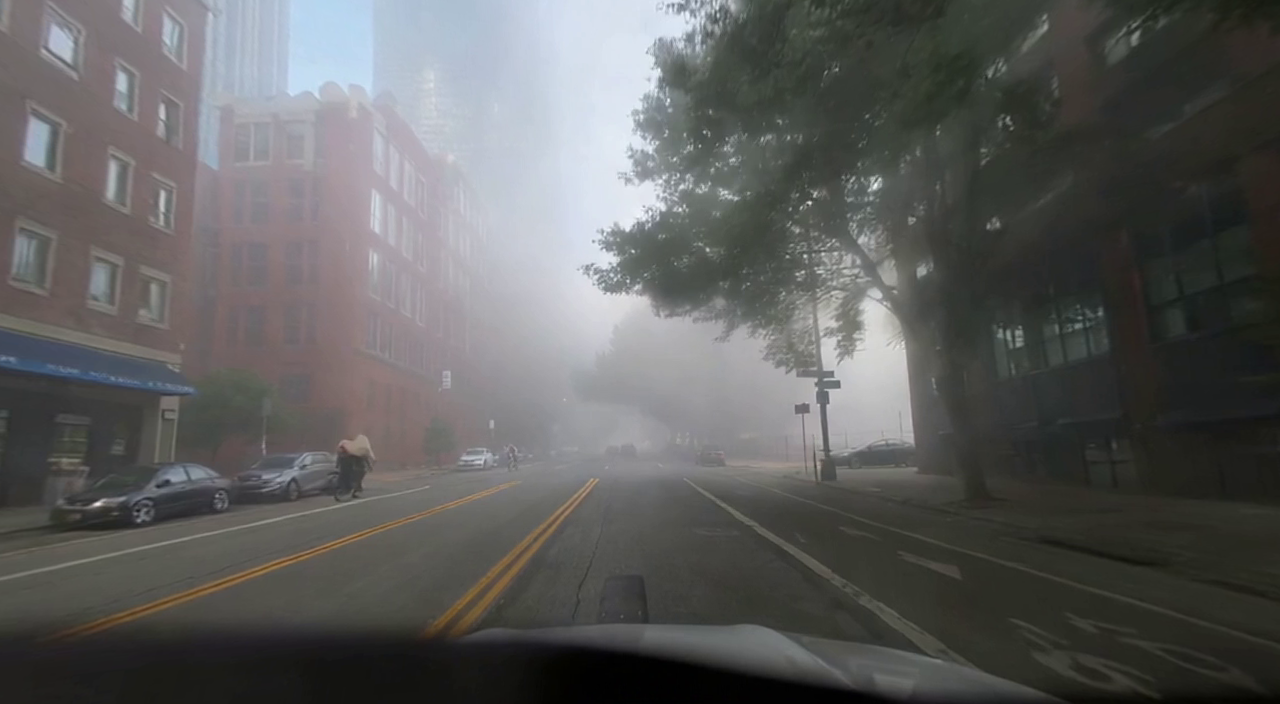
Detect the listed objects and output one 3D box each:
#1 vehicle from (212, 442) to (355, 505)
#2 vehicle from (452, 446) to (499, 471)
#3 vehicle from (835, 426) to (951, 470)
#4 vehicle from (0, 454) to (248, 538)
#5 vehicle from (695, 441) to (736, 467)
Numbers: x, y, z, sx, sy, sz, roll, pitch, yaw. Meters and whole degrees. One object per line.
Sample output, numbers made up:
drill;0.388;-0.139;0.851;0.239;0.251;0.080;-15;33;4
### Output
vehicle;-10.937;3.785;19.821;1.977;1.697;4.285;-2;-10;0
vehicle;-11.196;7.277;43.439;1.992;1.629;4.773;0;-8;-1
vehicle;11.495;4.418;28.969;4.380;1.608;1.942;-4;-9;-1
vehicle;-10.876;2.996;13.789;1.868;1.456;4.418;0;-8;-1
vehicle;4.752;6.500;40.438;1.929;1.522;4.543;0;-9;-1
